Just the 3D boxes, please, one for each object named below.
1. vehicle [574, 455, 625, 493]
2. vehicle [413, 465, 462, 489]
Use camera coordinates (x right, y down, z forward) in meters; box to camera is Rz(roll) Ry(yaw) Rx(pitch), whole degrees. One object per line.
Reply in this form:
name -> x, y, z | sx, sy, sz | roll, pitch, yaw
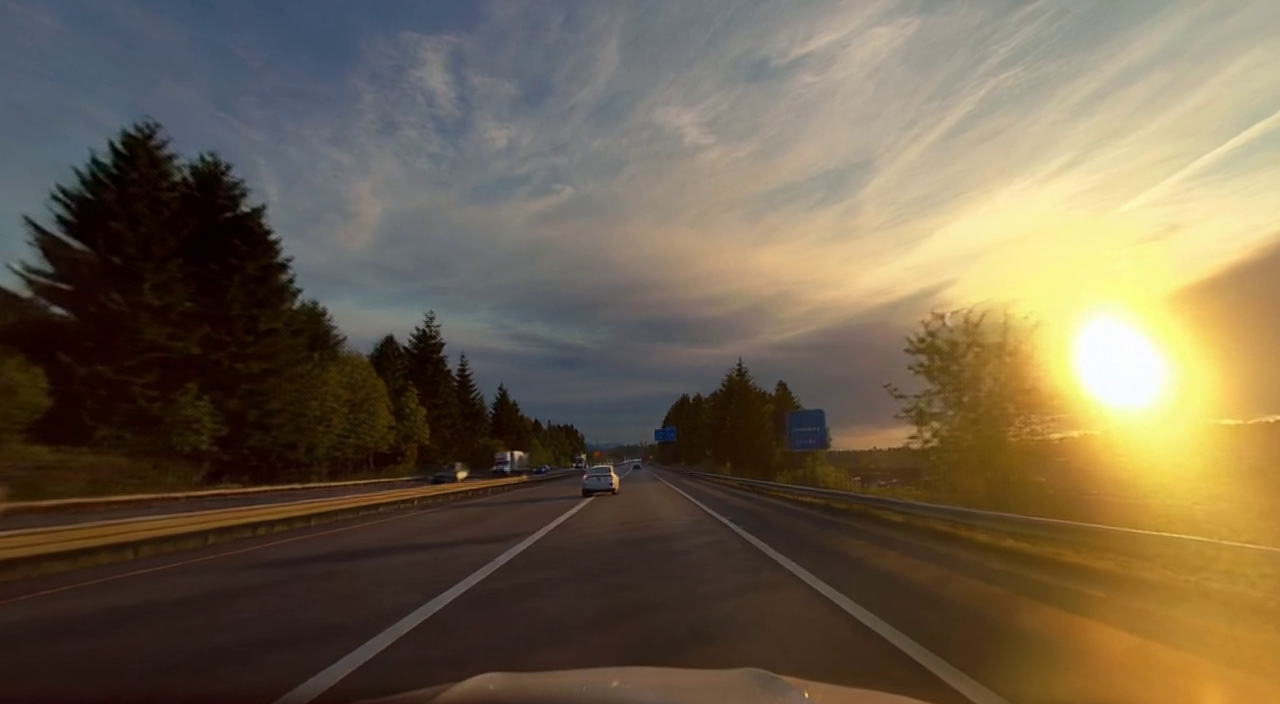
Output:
vehicle -> -1.877, 5.895, 30.506 | 2.104, 1.655, 4.039 | 0, -10, 2
vehicle -> -12.839, 7.939, 40.230 | 1.810, 1.418, 3.958 | 1, -10, 0
